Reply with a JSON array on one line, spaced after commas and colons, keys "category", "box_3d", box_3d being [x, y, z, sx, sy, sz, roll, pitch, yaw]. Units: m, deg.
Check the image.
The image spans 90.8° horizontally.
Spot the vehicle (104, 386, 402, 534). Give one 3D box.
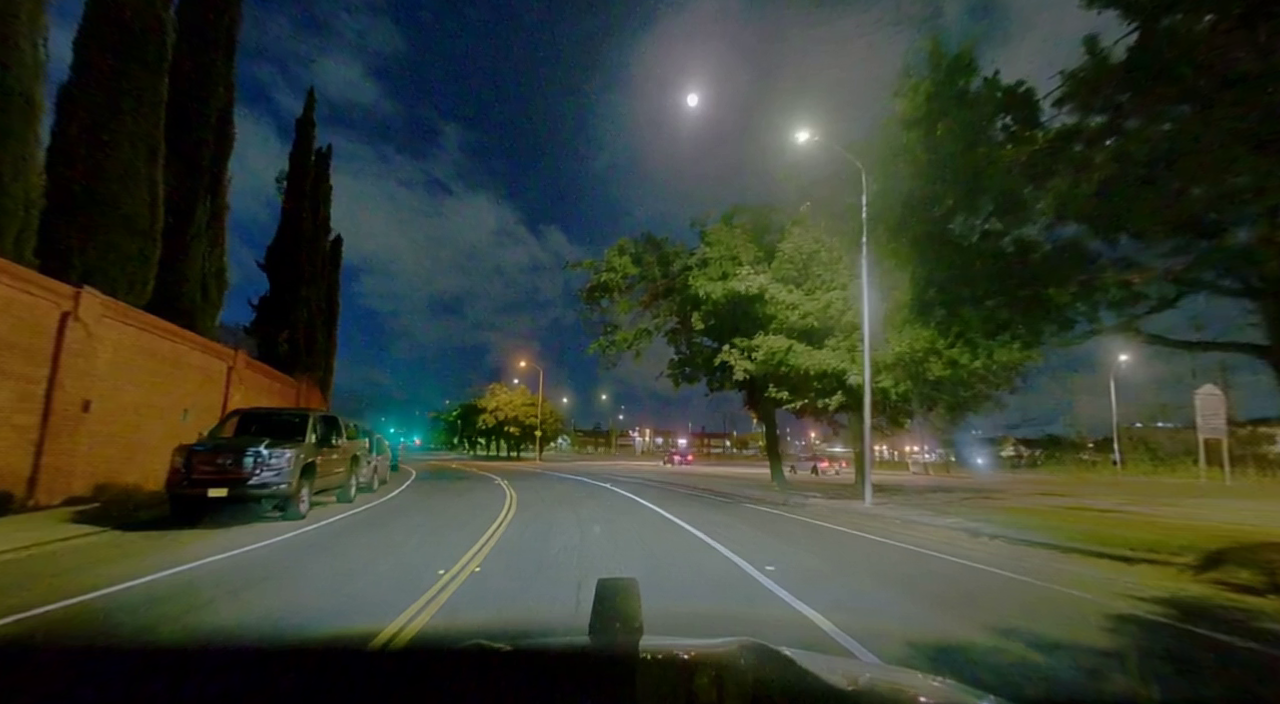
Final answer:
[{"category": "vehicle", "box_3d": [-7.960, 2.378, 14.455, 3.073, 2.458, 6.937, 3, -9, -7]}]
